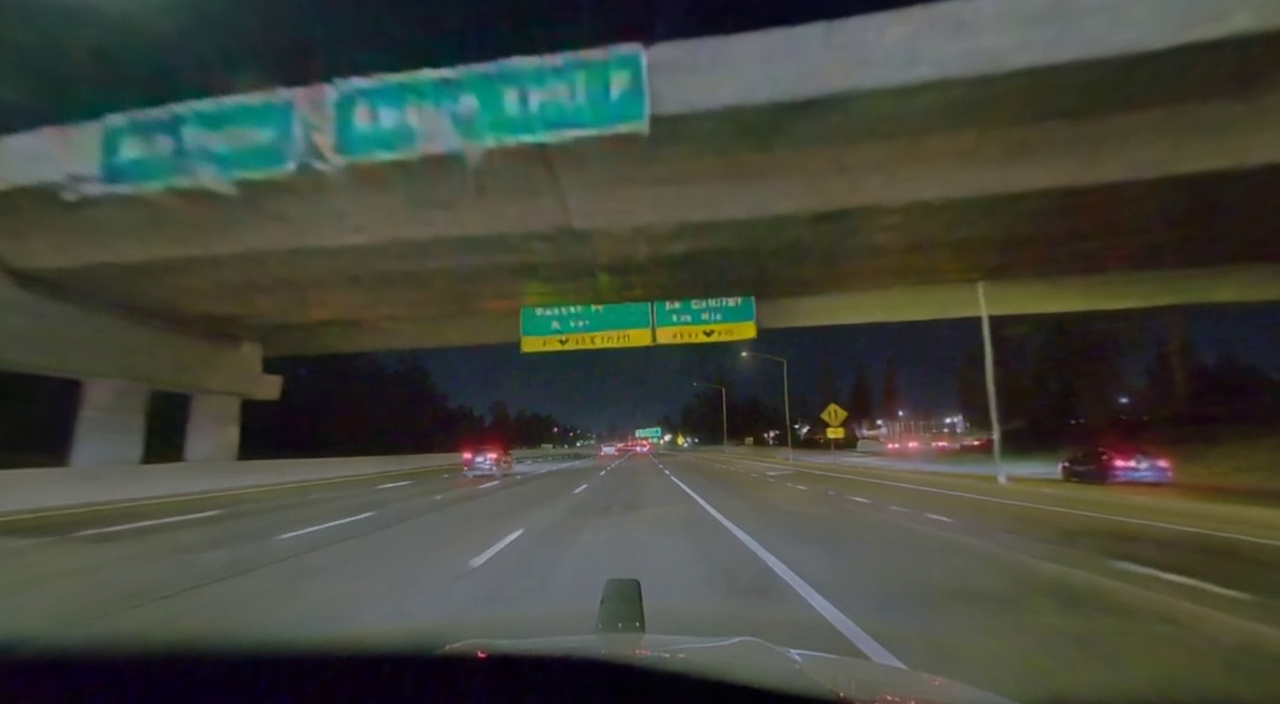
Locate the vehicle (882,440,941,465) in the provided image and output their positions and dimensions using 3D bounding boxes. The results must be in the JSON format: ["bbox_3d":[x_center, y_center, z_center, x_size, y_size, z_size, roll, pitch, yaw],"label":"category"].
[{"bbox_3d":[18.383,6.832,42.905,1.989,1.529,4.791,0,-9,1],"label":"vehicle"}]

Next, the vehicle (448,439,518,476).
[{"bbox_3d":[-6.898,4.666,28.143,1.985,1.513,4.172,0,-9,1],"label":"vehicle"}]

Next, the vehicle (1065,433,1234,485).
[{"bbox_3d":[17.307,3.651,21.782,1.884,1.567,4.692,0,-9,0],"label":"vehicle"}]
